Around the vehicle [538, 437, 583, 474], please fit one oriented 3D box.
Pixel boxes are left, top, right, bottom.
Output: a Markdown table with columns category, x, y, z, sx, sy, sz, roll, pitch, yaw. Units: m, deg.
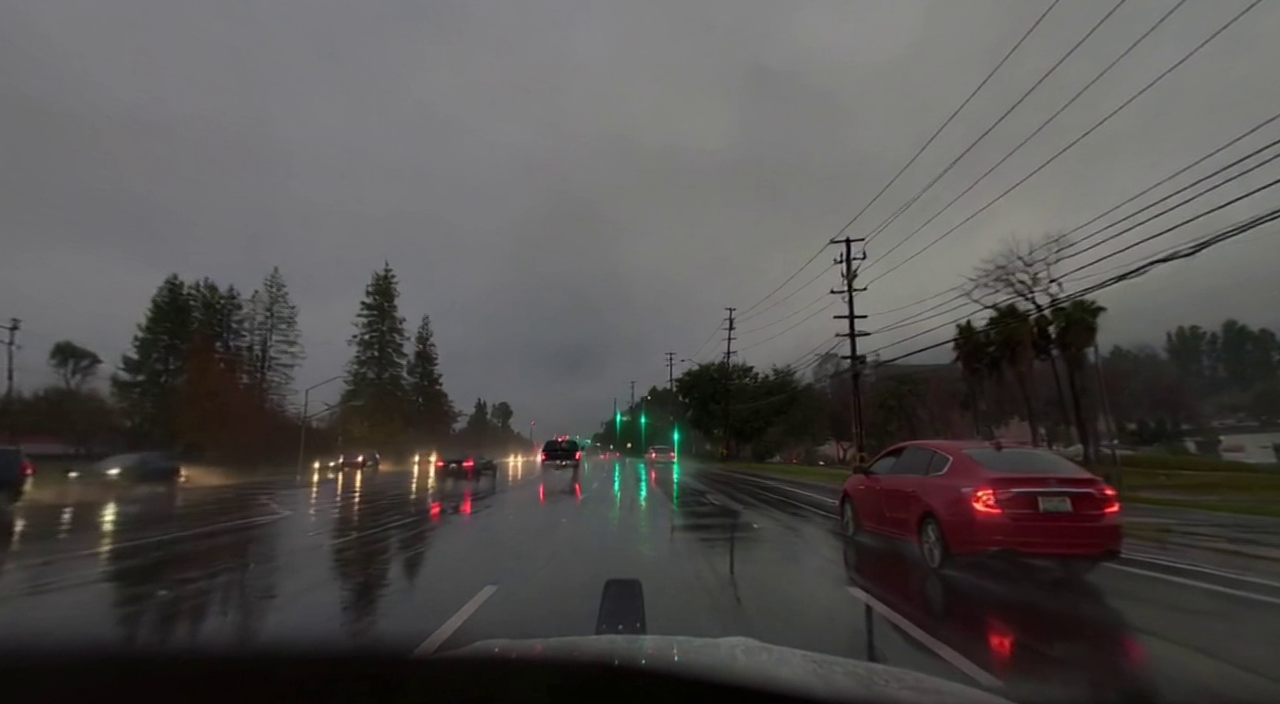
| category | x | y | z | sx | sy | sz | roll | pitch | yaw |
| --- | --- | --- | --- | --- | --- | --- | --- | --- | --- |
| vehicle | -4.701 | 6.176 | 37.912 | 2.467 | 1.991 | 6.089 | 1 | -9 | -6 |

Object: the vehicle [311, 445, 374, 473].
| category | x | y | z | sx | sy | sz | roll | pitch | yaw |
| --- | --- | --- | --- | --- | --- | --- | --- | --- | --- |
| vehicle | -21.283 | 7.650 | 45.457 | 2.071 | 1.925 | 5.206 | 0 | -8 | -1 |

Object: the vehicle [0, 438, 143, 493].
| category | x | y | z | sx | sy | sz | roll | pitch | yaw |
| --- | --- | --- | --- | --- | --- | --- | --- | --- | --- |
| vehicle | -28.535 | 5.366 | 29.895 | 2.960 | 2.287 | 8.741 | -1 | -10 | 0 |

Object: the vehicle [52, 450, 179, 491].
| category | x | y | z | sx | sy | sz | roll | pitch | yaw |
| --- | --- | --- | --- | --- | --- | --- | --- | --- | --- |
| vehicle | -24.165 | 5.425 | 29.408 | 1.915 | 1.689 | 4.640 | 0 | -8 | 0 |

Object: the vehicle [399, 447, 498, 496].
| category | x | y | z | sx | sy | sz | roll | pitch | yaw |
| --- | --- | --- | --- | --- | --- | --- | --- | --- | --- |
| vehicle | -6.430 | 4.042 | 21.854 | 2.035 | 1.497 | 4.723 | 0 | -8 | -1 |

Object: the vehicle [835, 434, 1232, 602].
| category | x | y | z | sx | sy | sz | roll | pitch | yaw |
| --- | --- | --- | --- | --- | --- | --- | --- | --- | --- |
| vehicle | 4.150 | 1.788 | 7.843 | 1.840 | 1.428 | 4.602 | 0 | -8 | -2 |

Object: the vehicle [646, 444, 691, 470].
| category | x | y | z | sx | sy | sz | roll | pitch | yaw |
| --- | --- | --- | --- | --- | --- | --- | --- | --- | --- |
| vehicle | 1.614 | 6.268 | 37.901 | 2.071 | 1.435 | 4.226 | 1 | -9 | -6 |
